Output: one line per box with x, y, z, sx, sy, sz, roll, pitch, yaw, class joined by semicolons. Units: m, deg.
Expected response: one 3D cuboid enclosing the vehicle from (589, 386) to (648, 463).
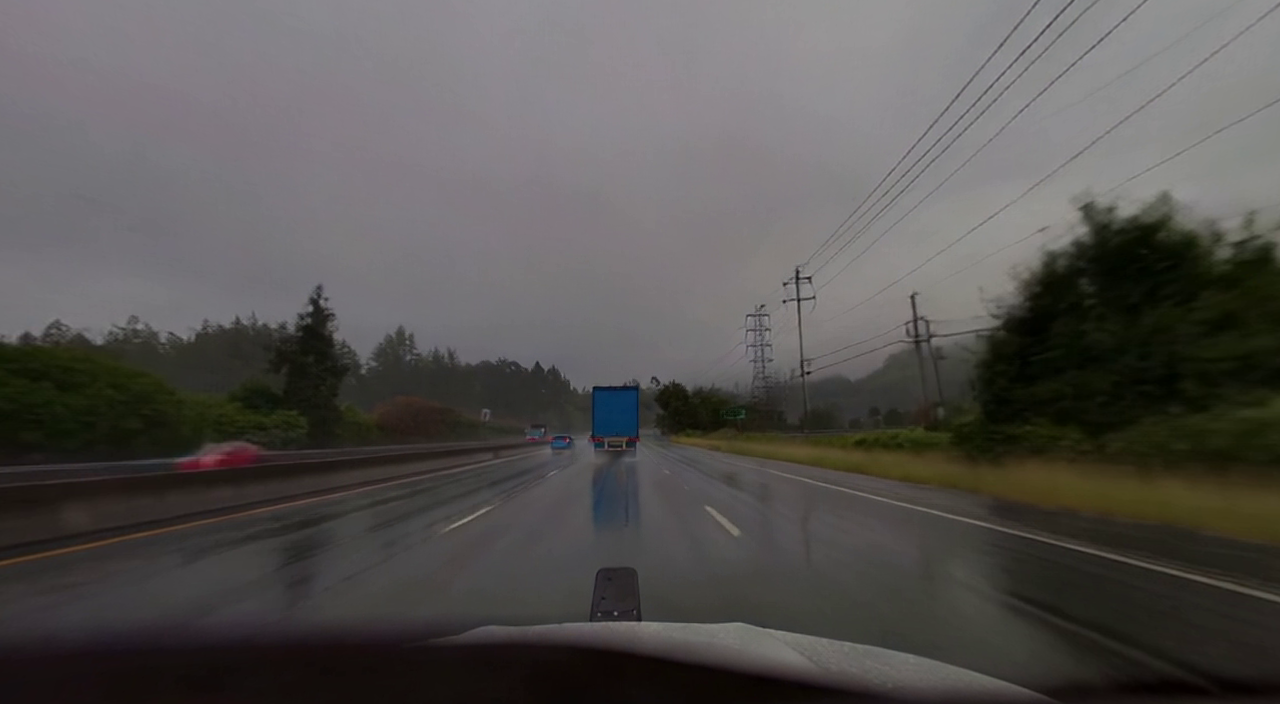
-1.230;4.303;36.692;2.955;3.851;9.915;0;-8;-2;vehicle

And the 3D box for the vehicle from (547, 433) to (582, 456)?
-5.507;6.801;46.396;2.117;1.618;4.480;0;-8;-1;vehicle
